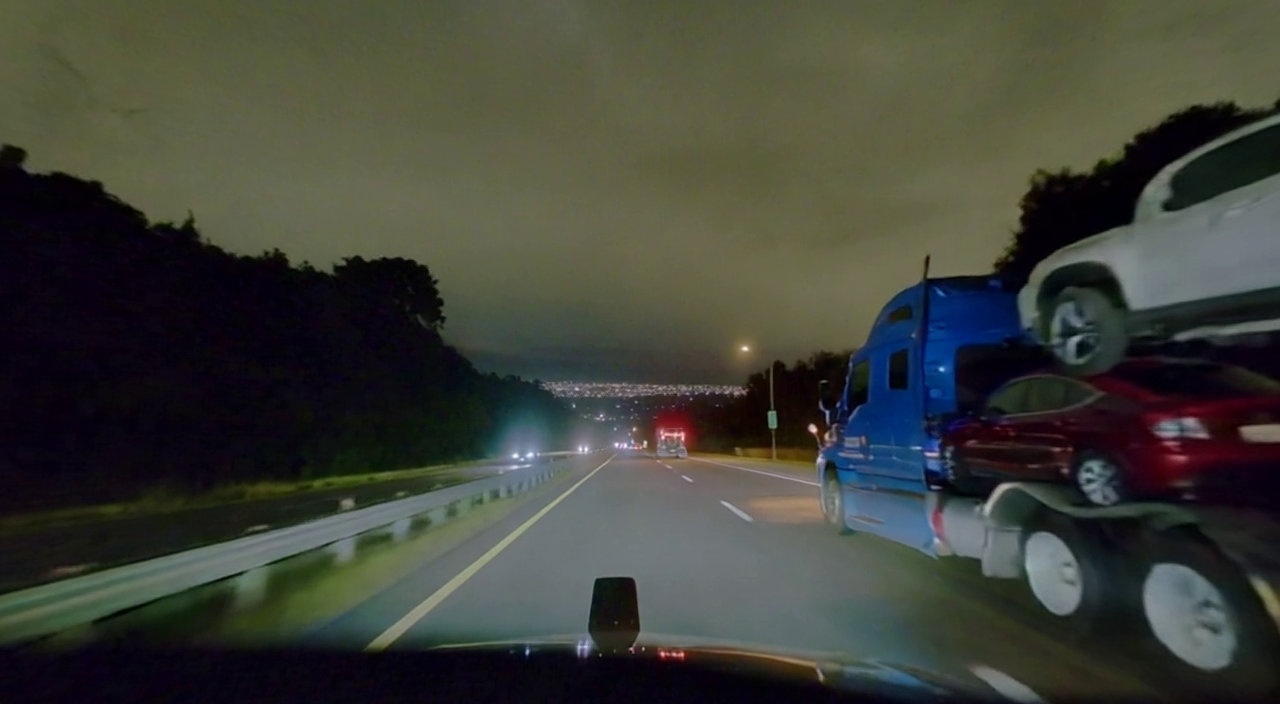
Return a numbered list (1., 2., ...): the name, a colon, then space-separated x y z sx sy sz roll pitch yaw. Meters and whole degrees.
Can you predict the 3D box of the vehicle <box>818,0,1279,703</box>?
1. vehicle: 4.247 0.163 3.988 3.101 3.507 9.878 0 -8 -1
